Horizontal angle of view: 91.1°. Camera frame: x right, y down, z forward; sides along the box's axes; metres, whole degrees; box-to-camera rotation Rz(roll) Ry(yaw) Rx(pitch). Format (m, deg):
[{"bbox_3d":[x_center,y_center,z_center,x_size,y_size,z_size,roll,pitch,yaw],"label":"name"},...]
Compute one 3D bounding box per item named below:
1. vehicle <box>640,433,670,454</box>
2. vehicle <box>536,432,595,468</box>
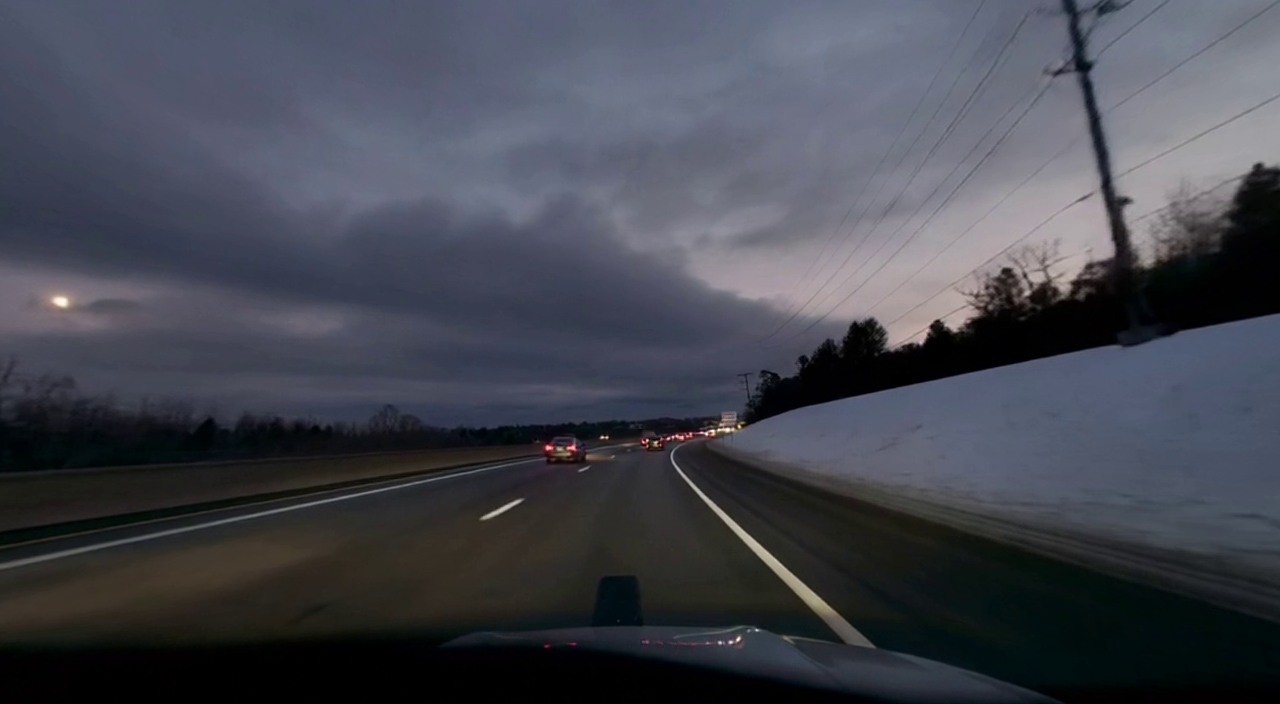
[{"bbox_3d":[1.185,6.902,47.515,2.077,1.523,4.206,0,-8,3],"label":"vehicle"},{"bbox_3d":[-3.345,4.471,29.042,2.030,1.522,4.250,0,-8,2],"label":"vehicle"}]
